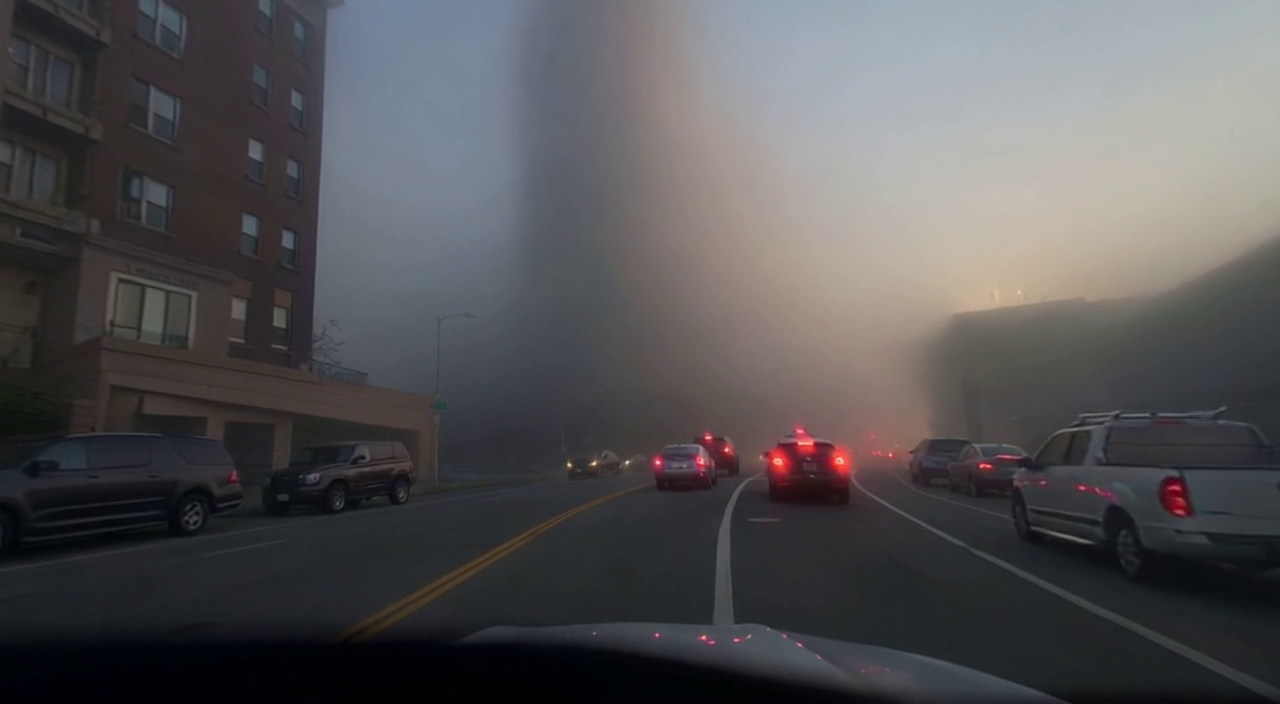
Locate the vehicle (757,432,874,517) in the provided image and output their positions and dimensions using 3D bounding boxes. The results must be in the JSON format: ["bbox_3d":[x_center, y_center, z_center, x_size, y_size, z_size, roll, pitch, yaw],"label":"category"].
[{"bbox_3d":[3.599,2.517,13.544,1.982,1.510,4.144,-2,-8,11],"label":"vehicle"}]

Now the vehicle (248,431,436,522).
[{"bbox_3d":[-7.427,3.067,16.318,1.934,1.770,4.546,-10,-9,11],"label":"vehicle"}]

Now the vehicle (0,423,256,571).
[{"bbox_3d":[-8.824,2.083,9.688,2.070,1.854,4.985,-2,-8,11],"label":"vehicle"}]

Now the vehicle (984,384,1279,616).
[{"bbox_3d":[5.713,1.428,7.046,2.088,1.775,4.454,-3,-8,14],"label":"vehicle"}]

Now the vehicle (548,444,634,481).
[{"bbox_3d":[-2.131,4.975,28.768,1.928,1.503,4.322,-5,-9,27],"label":"vehicle"}]

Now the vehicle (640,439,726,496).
[{"bbox_3d":[1.356,3.261,18.291,2.031,1.461,3.763,-2,-8,10],"label":"vehicle"}]
